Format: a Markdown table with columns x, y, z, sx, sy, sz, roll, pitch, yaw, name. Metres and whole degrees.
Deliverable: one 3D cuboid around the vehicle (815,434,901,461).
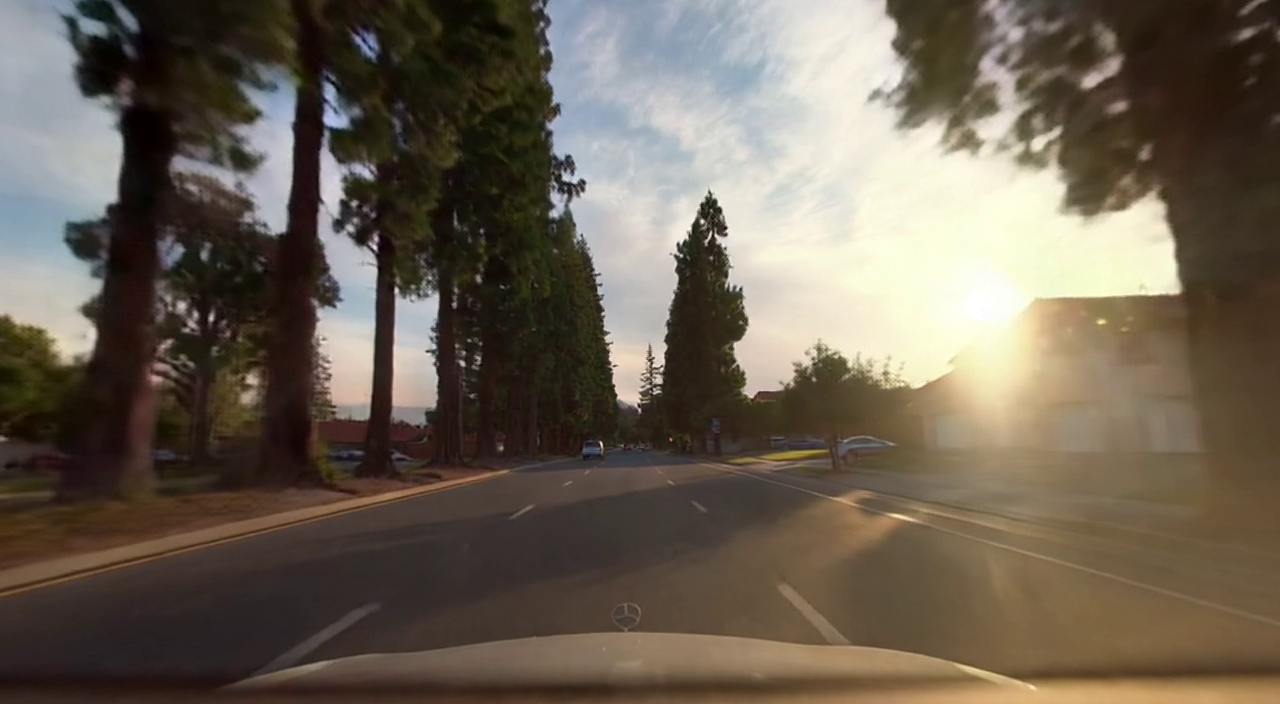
| x | y | z | sx | sy | sz | roll | pitch | yaw | name |
| --- | --- | --- | --- | --- | --- | --- | --- | --- | --- |
| 12.285 | 5.394 | 35.542 | 4.630 | 1.461 | 1.817 | 5 | -9 | -27 | vehicle |
